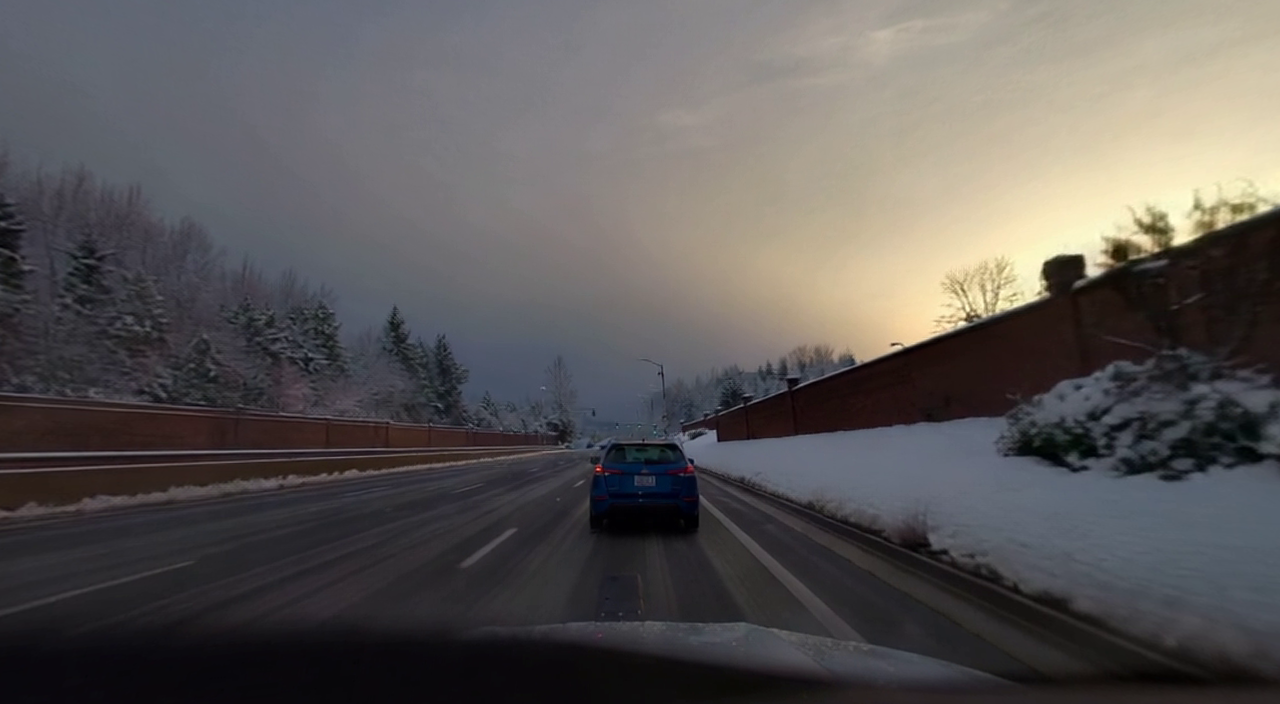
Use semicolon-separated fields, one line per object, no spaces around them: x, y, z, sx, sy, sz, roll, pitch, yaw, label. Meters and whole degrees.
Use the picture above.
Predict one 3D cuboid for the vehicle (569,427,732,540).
0.093;2.094;10.754;2.205;1.509;4.272;0;-8;-1;vehicle
